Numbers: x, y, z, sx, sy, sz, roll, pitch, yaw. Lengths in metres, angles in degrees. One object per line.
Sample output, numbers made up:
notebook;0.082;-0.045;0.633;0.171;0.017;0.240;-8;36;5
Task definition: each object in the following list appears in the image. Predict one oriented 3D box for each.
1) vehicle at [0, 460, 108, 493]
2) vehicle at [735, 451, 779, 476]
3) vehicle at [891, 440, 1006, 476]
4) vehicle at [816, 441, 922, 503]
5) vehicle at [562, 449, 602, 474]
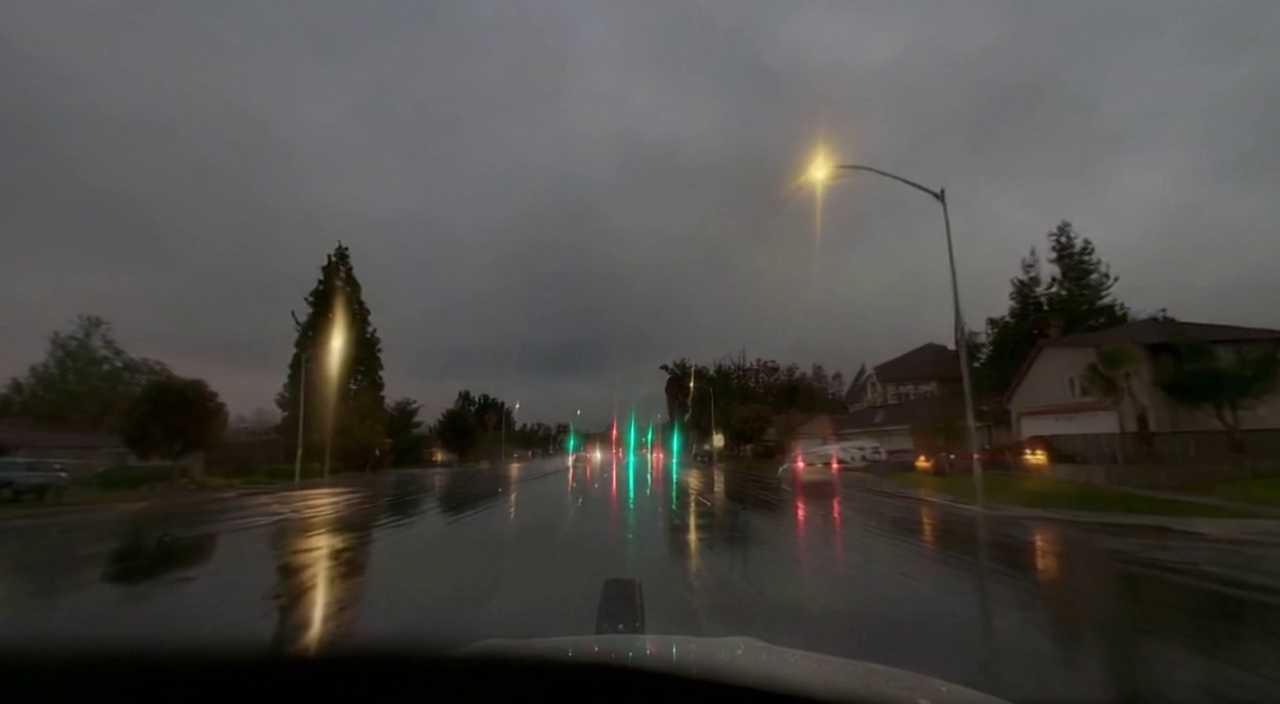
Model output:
vehicle;-30.047;6.372;32.546;1.803;1.453;4.109;0;-8;-2
vehicle;7.600;7.305;41.506;1.929;1.482;4.873;0;-8;0
vehicle;15.469;5.334;31.890;4.748;1.608;1.929;-2;-9;1
vehicle;7.709;4.093;21.695;2.006;1.758;4.311;5;-10;0
vehicle;-3.693;7.092;41.168;2.263;1.548;4.555;0;-8;-1
